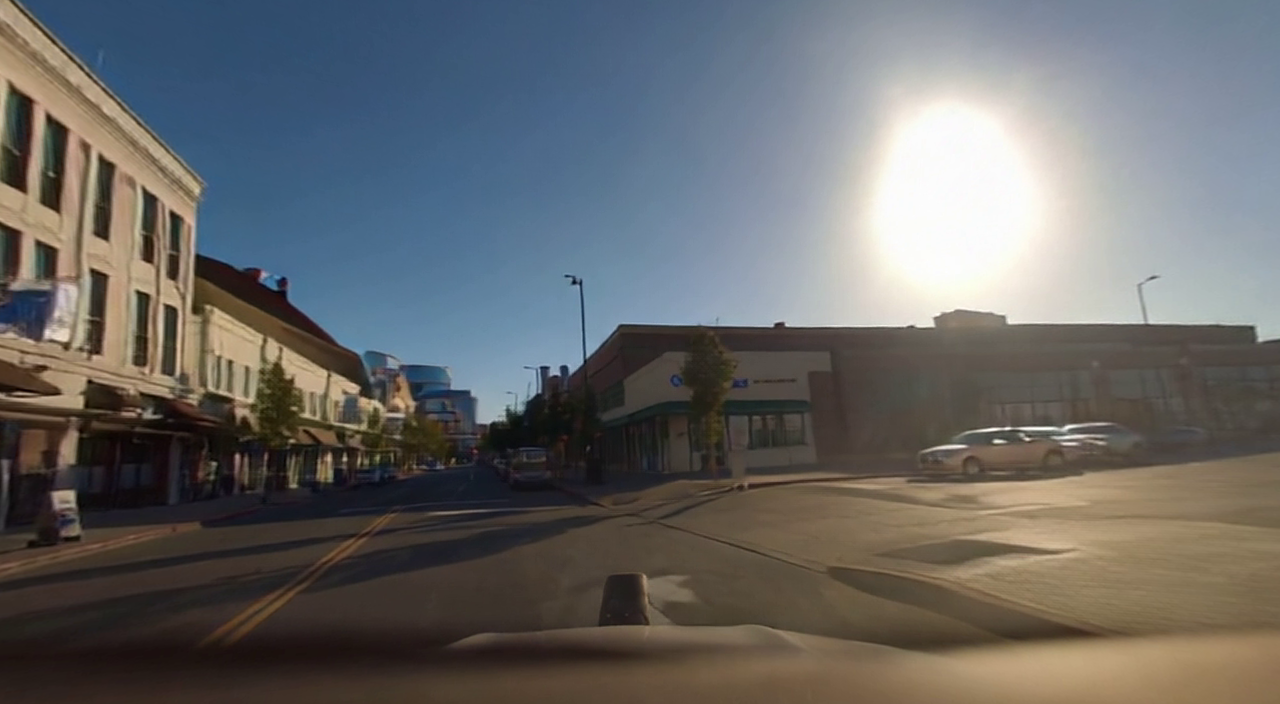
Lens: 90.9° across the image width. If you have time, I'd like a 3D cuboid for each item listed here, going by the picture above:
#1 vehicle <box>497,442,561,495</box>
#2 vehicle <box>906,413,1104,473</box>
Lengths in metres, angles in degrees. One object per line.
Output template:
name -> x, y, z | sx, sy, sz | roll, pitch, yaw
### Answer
vehicle -> -4.932, 5.031, 27.512 | 2.150, 2.013, 4.748 | 1, -9, -17
vehicle -> 11.079, 2.889, 19.508 | 1.869, 1.618, 4.814 | 6, -12, -40
